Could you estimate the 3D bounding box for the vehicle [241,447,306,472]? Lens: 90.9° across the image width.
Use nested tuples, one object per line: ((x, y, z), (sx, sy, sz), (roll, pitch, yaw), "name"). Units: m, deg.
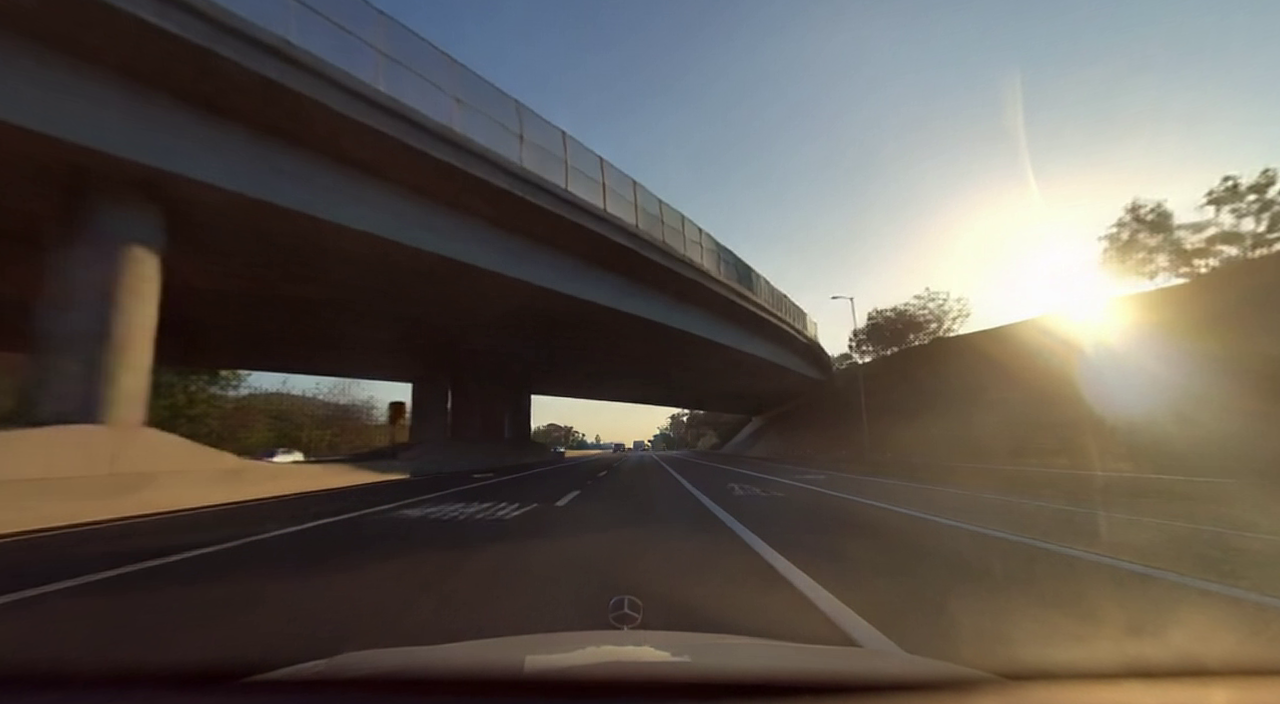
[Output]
((-23.860, 6.981, 41.200), (1.954, 1.485, 3.666), (-1, -9, 1), "vehicle")
